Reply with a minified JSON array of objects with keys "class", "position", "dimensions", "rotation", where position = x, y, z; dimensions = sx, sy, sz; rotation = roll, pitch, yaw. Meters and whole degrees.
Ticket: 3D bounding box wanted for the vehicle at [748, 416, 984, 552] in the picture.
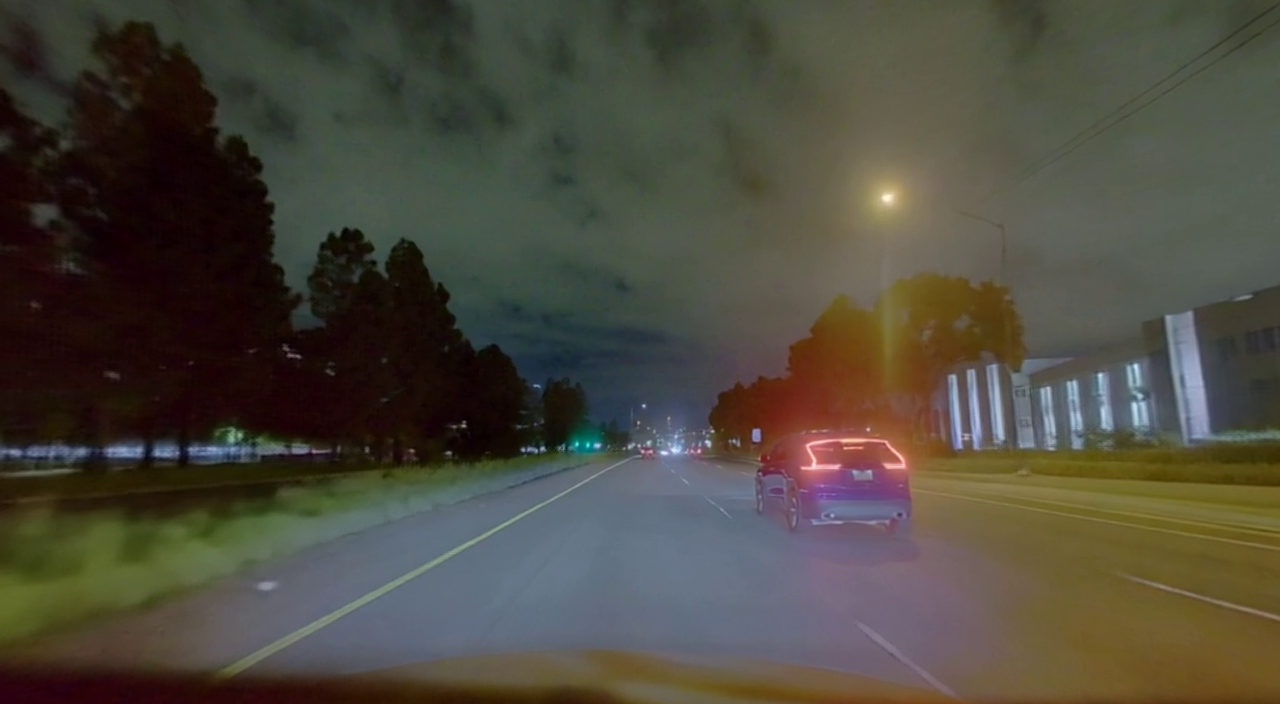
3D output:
[{"class":"vehicle","position":[3.193,1.967,10.073],"dimensions":[2.060,1.665,4.284],"rotation":[0,-9,-1]}]
